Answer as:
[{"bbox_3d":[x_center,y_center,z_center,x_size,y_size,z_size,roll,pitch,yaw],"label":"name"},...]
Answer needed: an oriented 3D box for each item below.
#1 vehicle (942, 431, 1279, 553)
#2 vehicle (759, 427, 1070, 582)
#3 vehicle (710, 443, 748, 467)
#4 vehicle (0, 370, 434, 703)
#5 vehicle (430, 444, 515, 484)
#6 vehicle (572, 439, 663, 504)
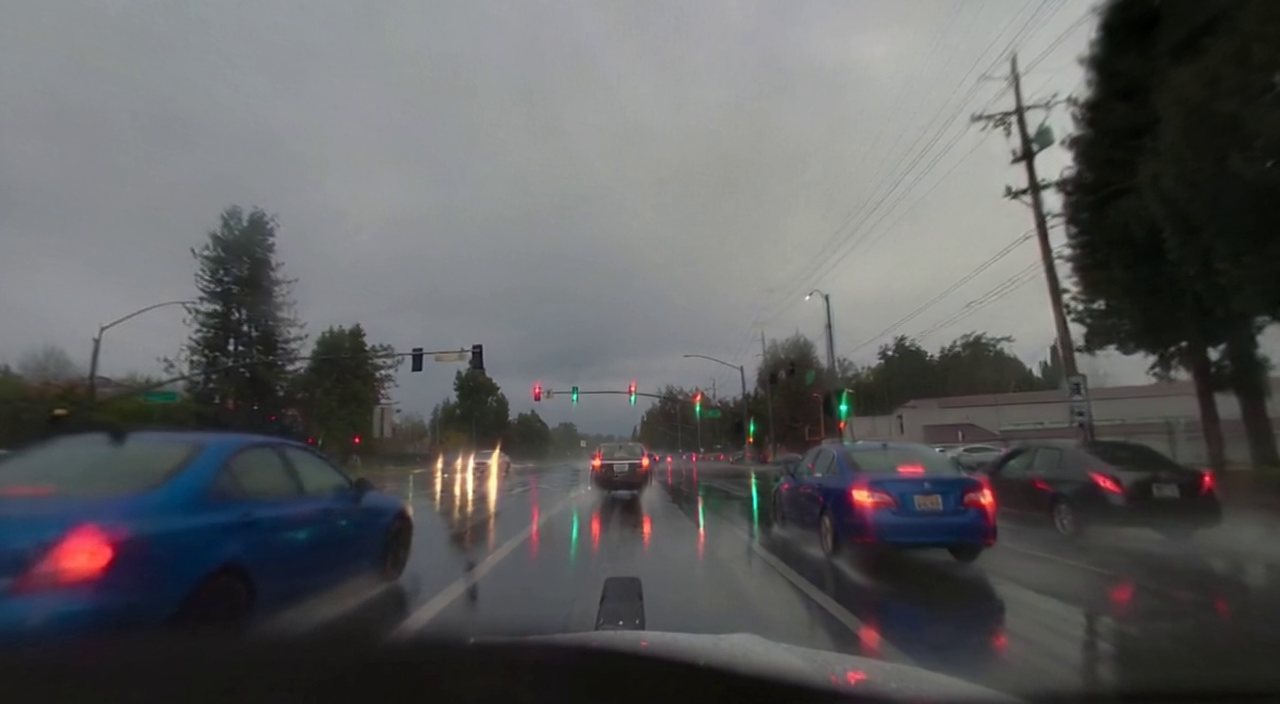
[{"bbox_3d":[6.875,2.011,9.925,2.004,1.455,4.417,0,-8,-1],"label":"vehicle"},{"bbox_3d":[3.121,1.808,8.479,2.053,1.490,4.464,0,-8,-2],"label":"vehicle"},{"bbox_3d":[6.762,7.898,48.723,2.113,1.789,4.622,0,-8,-2],"label":"vehicle"},{"bbox_3d":[-3.286,1.177,4.597,2.073,1.606,4.364,0,-8,0],"label":"vehicle"},{"bbox_3d":[-6.800,4.586,26.322,2.032,1.448,5.500,0,-8,0],"label":"vehicle"},{"bbox_3d":[-0.536,3.016,16.495,2.065,1.464,4.216,0,-8,0],"label":"vehicle"}]
